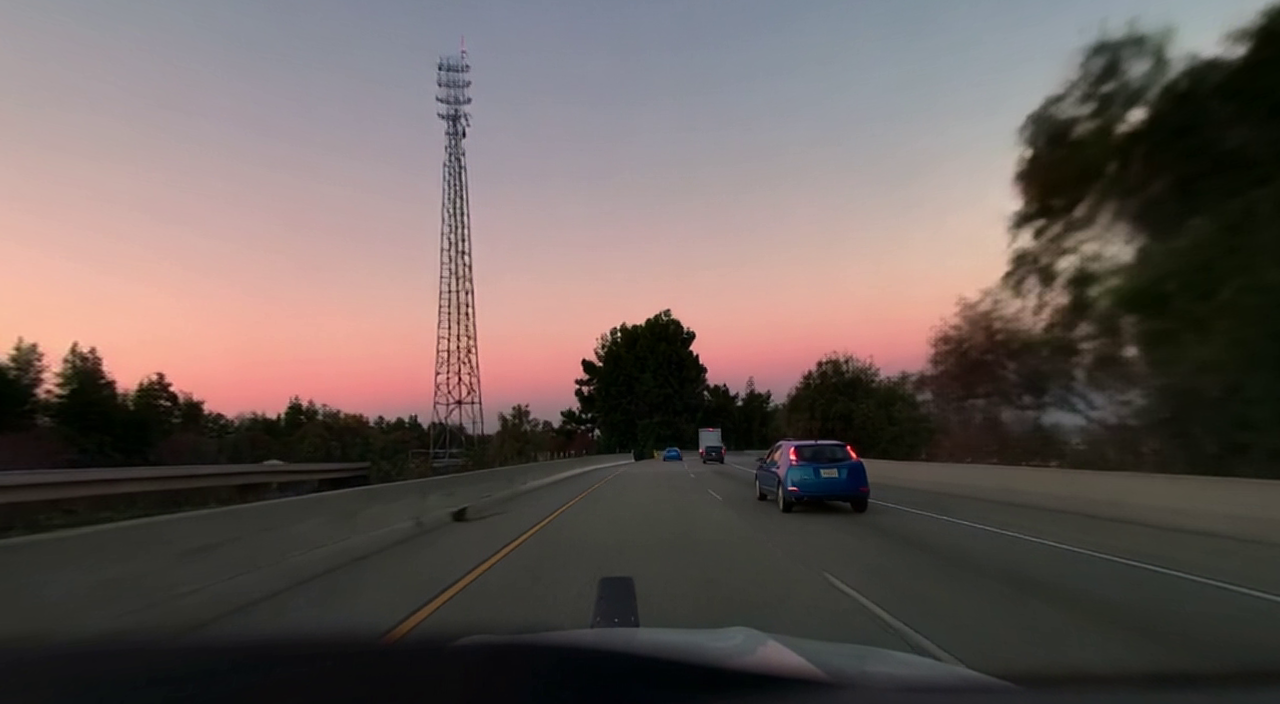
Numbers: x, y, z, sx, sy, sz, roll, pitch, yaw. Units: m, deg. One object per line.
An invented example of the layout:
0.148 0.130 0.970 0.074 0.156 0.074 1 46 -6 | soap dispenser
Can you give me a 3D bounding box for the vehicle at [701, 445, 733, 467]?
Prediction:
5.631 7.623 46.577 2.030 1.526 4.165 0 -8 3 | vehicle
